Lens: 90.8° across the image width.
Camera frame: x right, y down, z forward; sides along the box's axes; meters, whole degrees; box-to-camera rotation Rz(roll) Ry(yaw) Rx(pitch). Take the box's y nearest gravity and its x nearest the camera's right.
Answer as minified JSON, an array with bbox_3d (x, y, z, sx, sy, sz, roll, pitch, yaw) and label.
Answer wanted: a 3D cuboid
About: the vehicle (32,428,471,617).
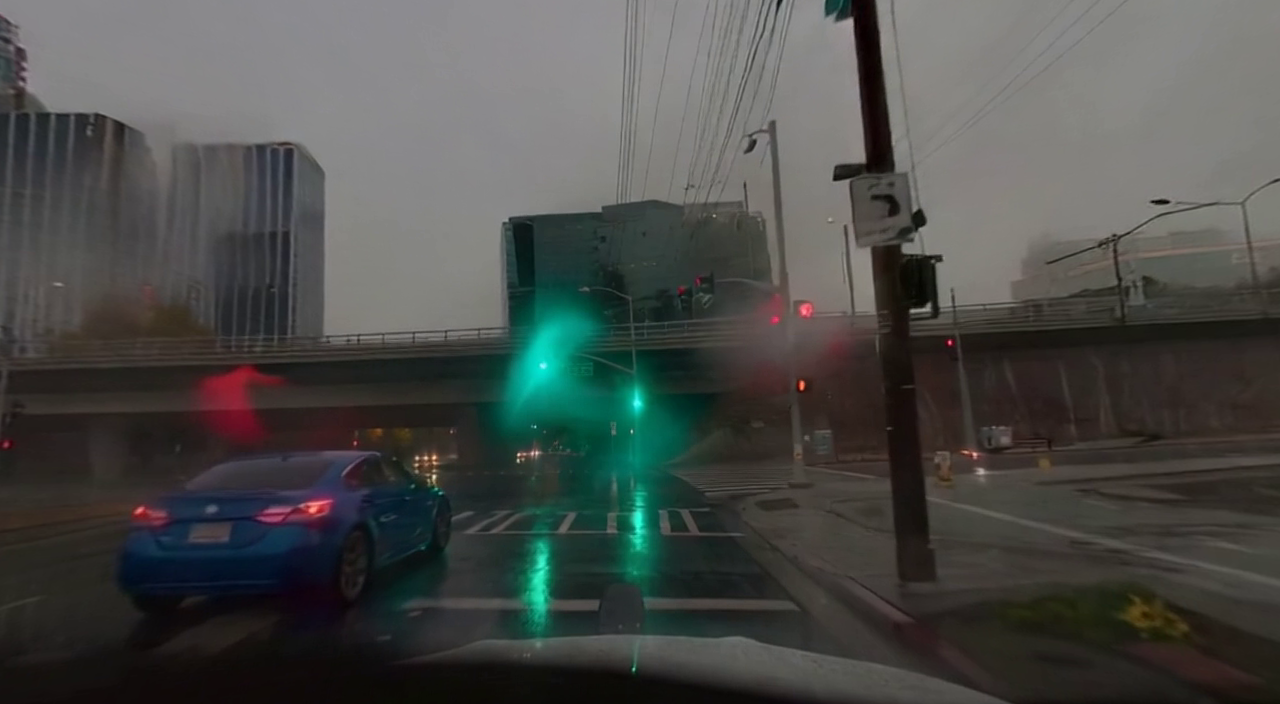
[{"bbox_3d":[-3.670,1.680,7.285,2.154,1.465,4.532,0,-8,0],"label":"vehicle"}]
